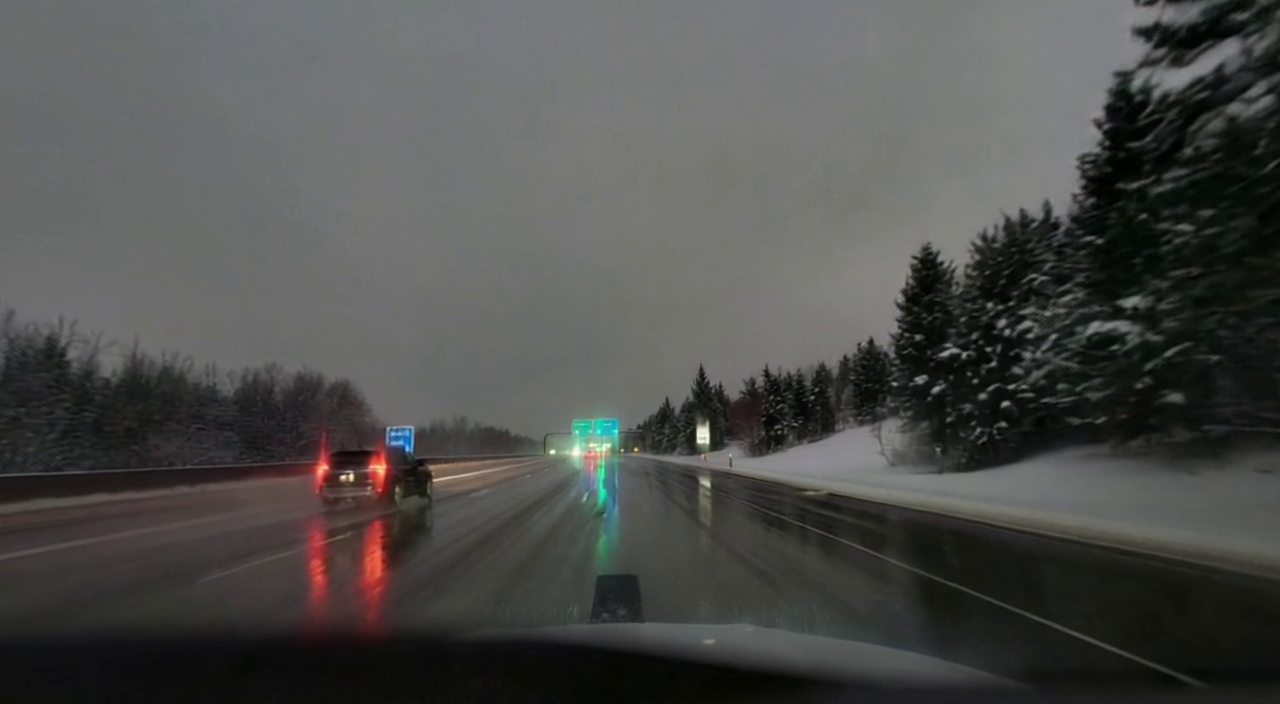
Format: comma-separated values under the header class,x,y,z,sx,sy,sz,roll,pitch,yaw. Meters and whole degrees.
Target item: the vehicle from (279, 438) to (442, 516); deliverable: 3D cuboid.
class,x,y,z,sx,sy,sz,roll,pitch,yaw
vehicle,-6.526,2.942,15.378,2.098,1.606,4.227,0,-9,-1
